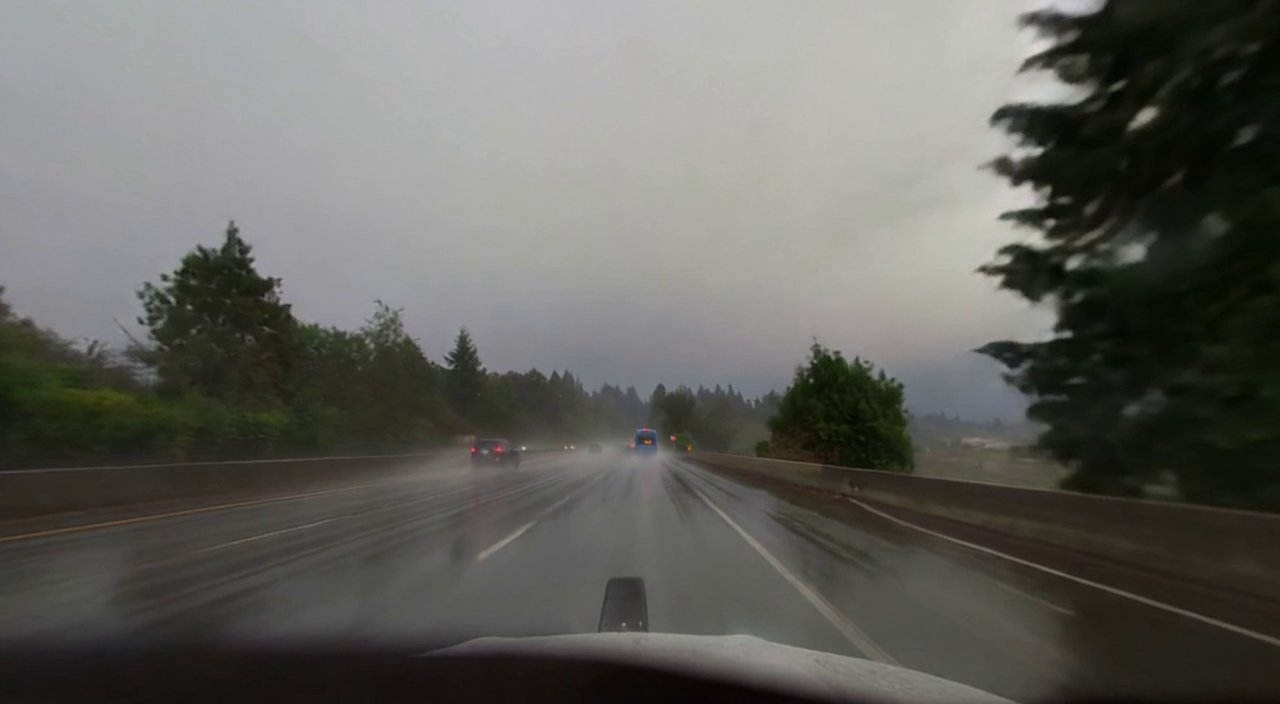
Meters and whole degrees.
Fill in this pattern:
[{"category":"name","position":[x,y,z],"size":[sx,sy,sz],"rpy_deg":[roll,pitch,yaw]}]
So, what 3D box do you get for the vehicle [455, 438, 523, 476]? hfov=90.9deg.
[{"category":"vehicle","position":[-7.190,5.052,30.535],"size":[2.080,1.674,4.660],"rpy_deg":[0,-8,1]}]
